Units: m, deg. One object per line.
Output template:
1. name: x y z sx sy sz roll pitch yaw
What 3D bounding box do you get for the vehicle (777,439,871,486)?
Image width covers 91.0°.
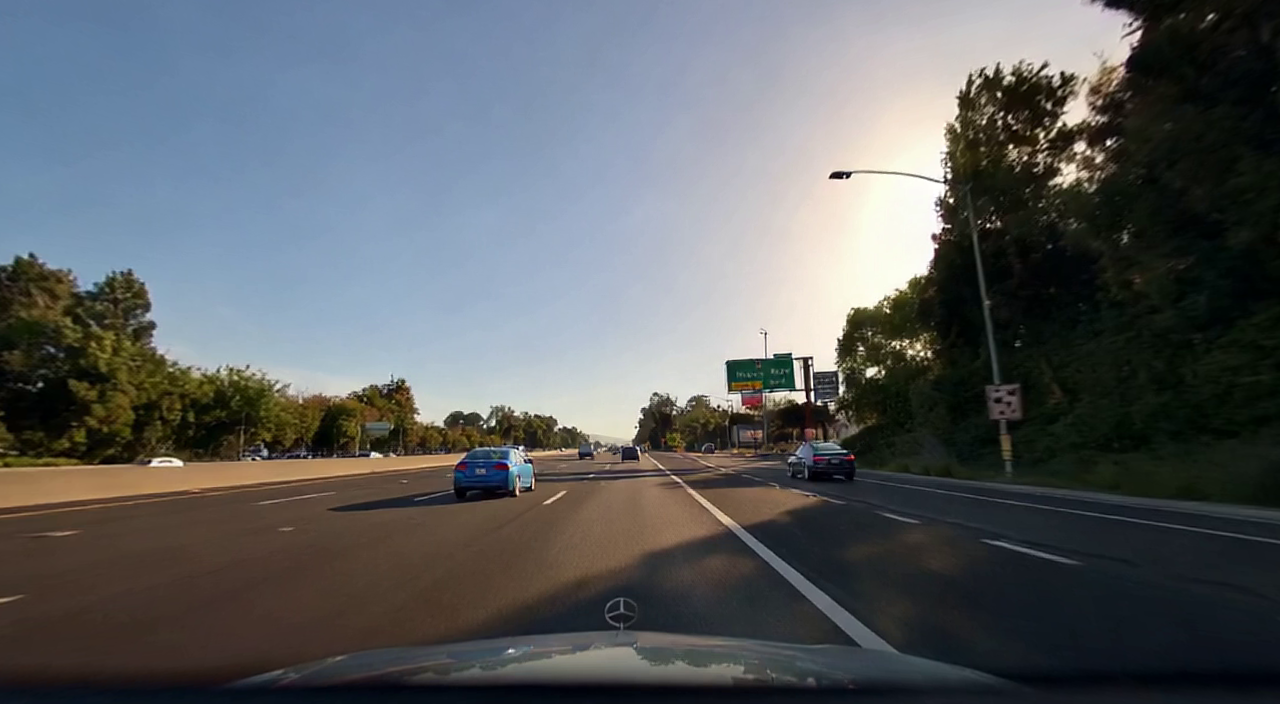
1. vehicle: 6.812 4.132 23.960 2.035 1.566 5.409 0 -9 1

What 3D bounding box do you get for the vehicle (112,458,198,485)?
1. vehicle: -33.022 8.115 43.067 2.125 1.618 4.772 0 -9 0

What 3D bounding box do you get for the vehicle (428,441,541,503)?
1. vehicle: -4.295 3.380 18.193 2.071 1.553 4.388 0 -9 1
